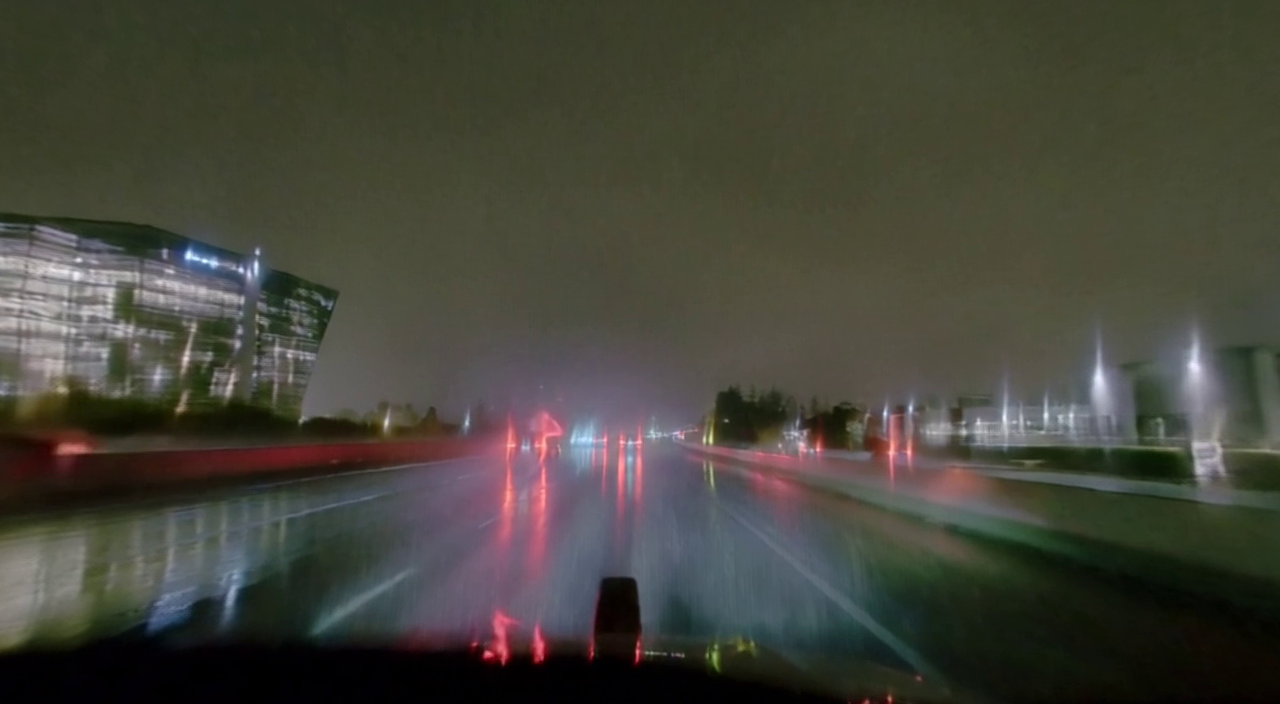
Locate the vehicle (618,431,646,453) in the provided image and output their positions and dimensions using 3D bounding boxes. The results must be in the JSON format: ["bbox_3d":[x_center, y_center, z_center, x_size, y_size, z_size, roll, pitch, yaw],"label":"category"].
[{"bbox_3d":[-0.606,6.914,48.362,2.036,1.637,4.009,0,-8,-1],"label":"vehicle"}]

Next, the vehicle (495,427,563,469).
[{"bbox_3d":[-4.550,4.006,26.478,2.036,1.612,4.510,0,-8,0],"label":"vehicle"}]
